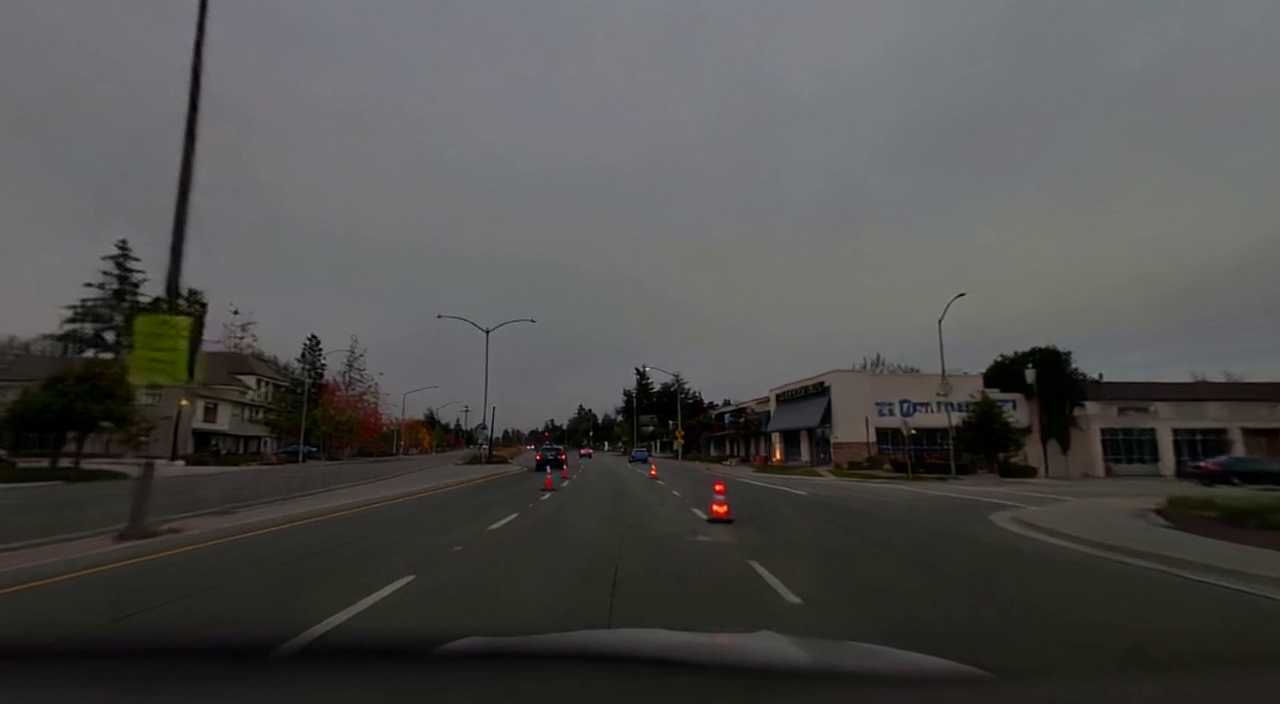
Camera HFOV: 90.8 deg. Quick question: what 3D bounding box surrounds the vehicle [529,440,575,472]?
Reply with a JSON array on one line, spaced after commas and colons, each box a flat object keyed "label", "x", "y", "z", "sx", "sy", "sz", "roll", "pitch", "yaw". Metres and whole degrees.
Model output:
[{"label": "vehicle", "x": -5.078, "y": 6.074, "z": 36.998, "sx": 2.381, "sy": 1.721, "sz": 4.186, "roll": 0, "pitch": -9, "yaw": -4}]

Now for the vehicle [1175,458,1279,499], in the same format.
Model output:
[{"label": "vehicle", "x": 25.779, "y": 5.277, "z": 26.634, "sx": 4.906, "sy": 1.447, "sz": 2.076, "roll": 1, "pitch": -5, "yaw": -7}]
